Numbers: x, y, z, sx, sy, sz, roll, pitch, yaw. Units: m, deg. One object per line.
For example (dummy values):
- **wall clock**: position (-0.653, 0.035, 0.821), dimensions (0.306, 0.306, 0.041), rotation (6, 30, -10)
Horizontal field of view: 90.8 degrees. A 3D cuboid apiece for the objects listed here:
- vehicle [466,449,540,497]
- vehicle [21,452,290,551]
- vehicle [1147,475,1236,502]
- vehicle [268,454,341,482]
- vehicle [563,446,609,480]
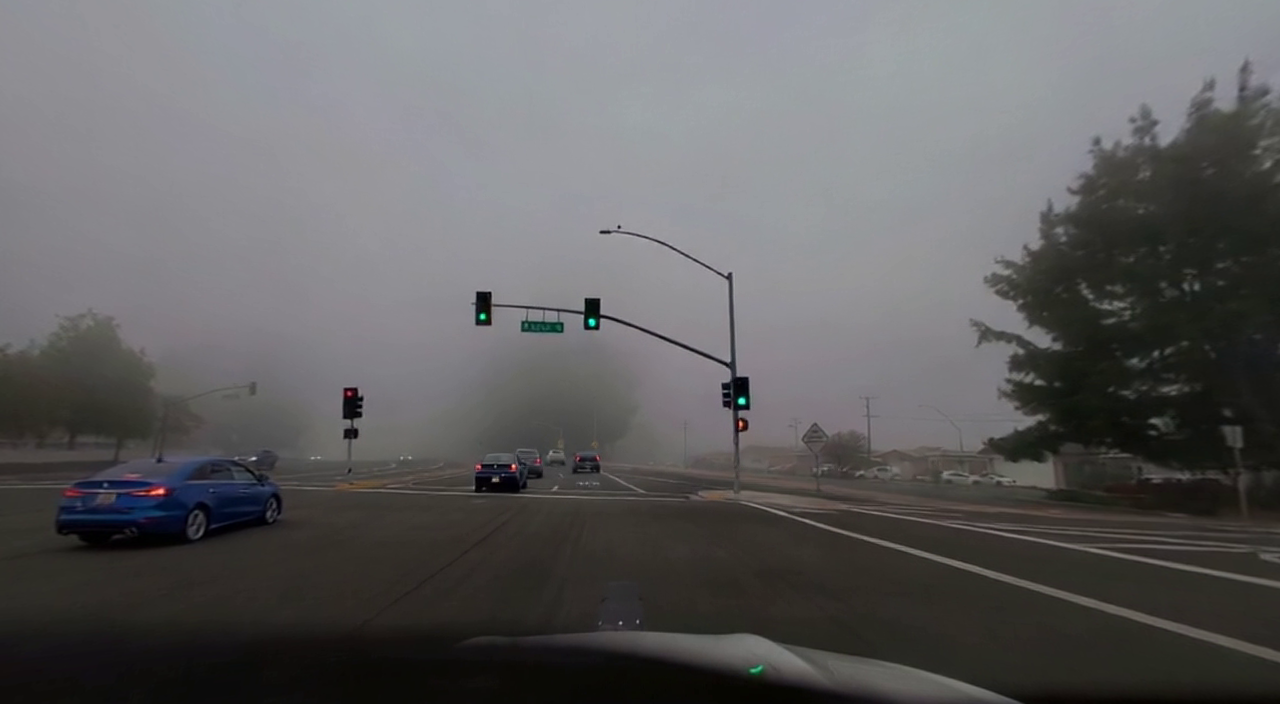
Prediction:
- **vehicle**: position (-5.128, 4.566, 24.276), dimensions (2.098, 1.613, 4.606), rotation (0, -9, -4)
- **vehicle**: position (-8.458, 2.584, 11.621), dimensions (1.889, 1.429, 4.029), rotation (0, -9, -3)
- **vehicle**: position (36.493, 8.992, 41.968), dimensions (1.738, 1.496, 4.213), rotation (1, -9, -8)
- **vehicle**: position (-19.151, 6.592, 36.275), dimensions (2.052, 1.450, 4.634), rotation (1, -9, -6)
- **vehicle**: position (-3.462, 6.873, 39.563), dimensions (2.526, 1.982, 5.294), rotation (1, -9, -8)
